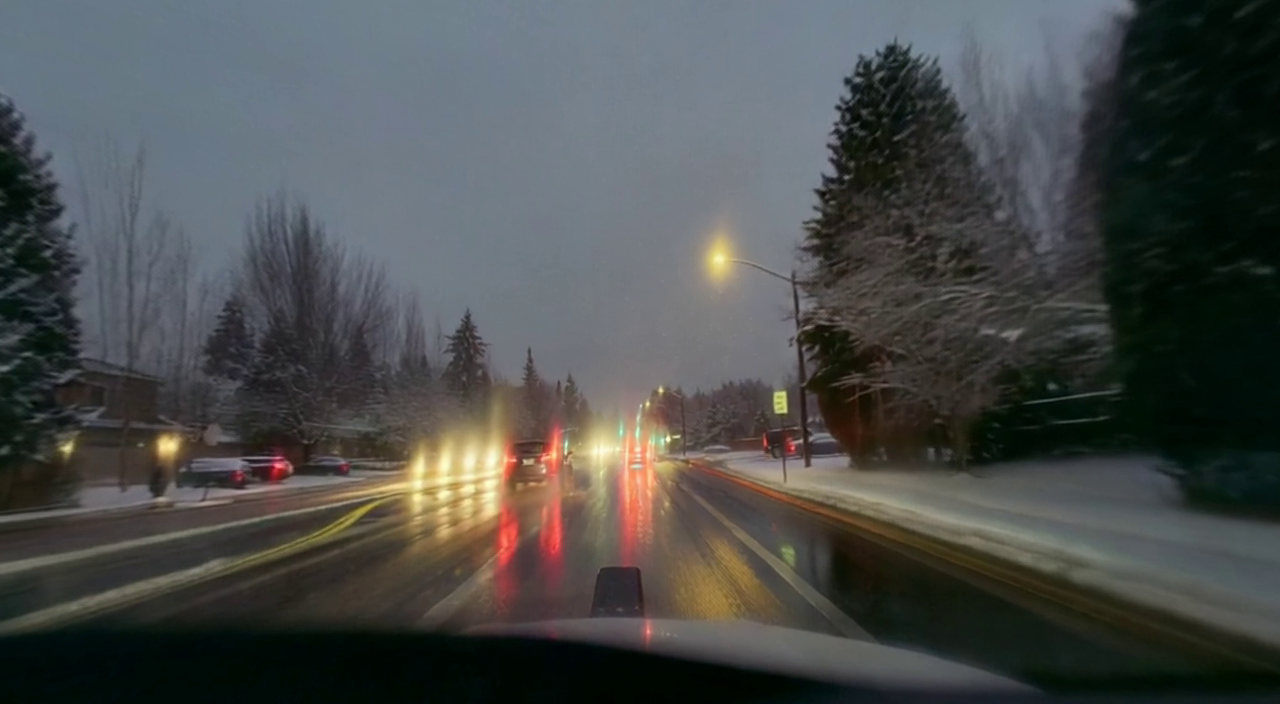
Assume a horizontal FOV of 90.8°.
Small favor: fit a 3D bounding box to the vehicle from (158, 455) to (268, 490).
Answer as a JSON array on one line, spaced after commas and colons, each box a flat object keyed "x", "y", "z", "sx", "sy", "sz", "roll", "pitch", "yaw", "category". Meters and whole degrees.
[{"x": -22.175, "y": 6.239, "z": 32.929, "sx": 4.203, "sy": 1.693, "sz": 2.072, "roll": 0, "pitch": -9, "yaw": 1, "category": "vehicle"}]

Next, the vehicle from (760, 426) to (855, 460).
[{"x": 11.126, "y": 6.085, "z": 42.360, "sx": 5.552, "sy": 2.070, "sz": 2.533, "roll": -1, "pitch": -9, "yaw": -3, "category": "vehicle"}]

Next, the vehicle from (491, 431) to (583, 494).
[{"x": -3.163, "y": 3.507, "z": 20.335, "sx": 2.157, "sy": 1.771, "sz": 4.452, "roll": 0, "pitch": -9, "yaw": 1, "category": "vehicle"}]

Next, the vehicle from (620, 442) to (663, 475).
[{"x": 0.047, "y": 5.332, "z": 31.853, "sx": 2.062, "sy": 1.518, "sz": 3.901, "roll": 0, "pitch": -9, "yaw": -1, "category": "vehicle"}]

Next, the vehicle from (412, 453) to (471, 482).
[{"x": -11.592, "y": 6.756, "z": 37.262, "sx": 1.970, "sy": 1.554, "sz": 4.401, "roll": 0, "pitch": -9, "yaw": 1, "category": "vehicle"}]

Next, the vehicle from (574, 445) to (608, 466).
[{"x": -3.714, "y": 7.977, "z": 49.021, "sx": 2.268, "sy": 1.522, "sz": 4.350, "roll": 0, "pitch": -9, "yaw": 0, "category": "vehicle"}]

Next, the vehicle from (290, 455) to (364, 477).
[{"x": -22.843, "y": 8.293, "z": 46.155, "sx": 4.370, "sy": 1.496, "sz": 1.887, "roll": 0, "pitch": -9, "yaw": -3, "category": "vehicle"}]
